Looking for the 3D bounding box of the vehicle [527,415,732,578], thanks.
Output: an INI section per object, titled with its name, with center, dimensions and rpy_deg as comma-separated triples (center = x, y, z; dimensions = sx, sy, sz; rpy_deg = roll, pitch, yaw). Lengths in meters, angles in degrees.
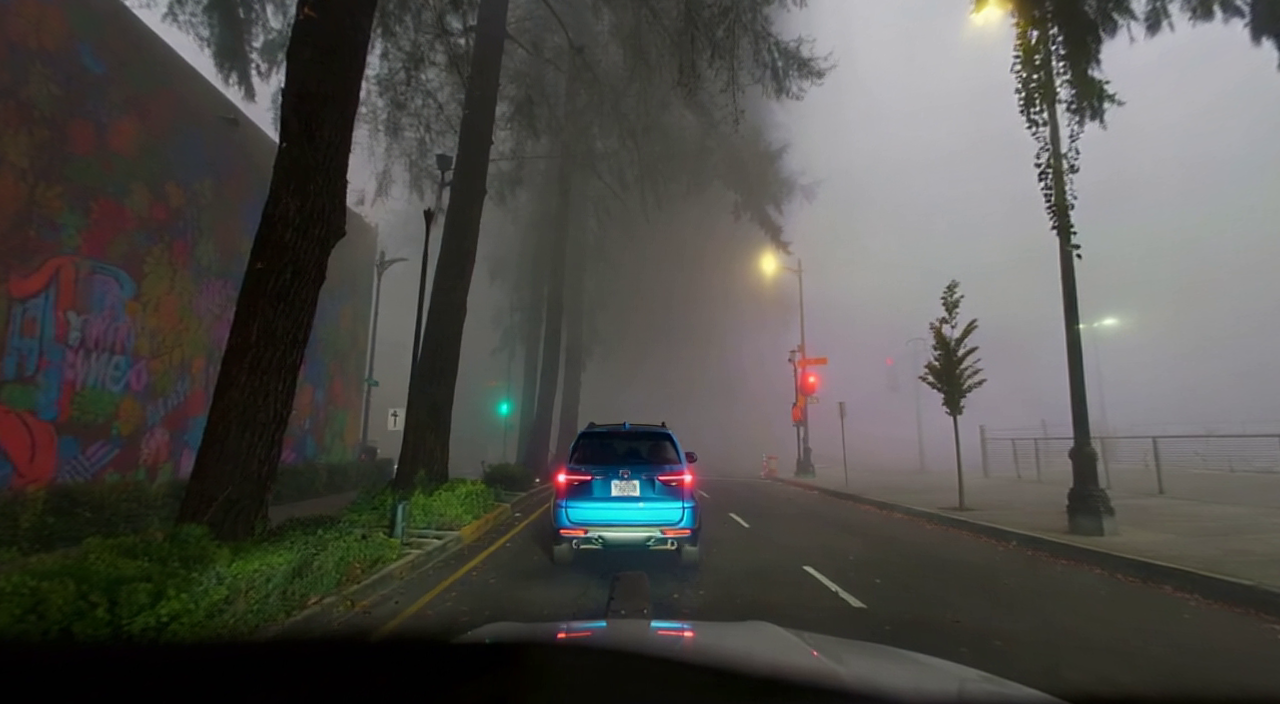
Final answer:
[vehicle]
center = -0.134, 1.756, 8.404
dimensions = 2.079, 1.621, 3.861
rpy_deg = 0, -8, -1
